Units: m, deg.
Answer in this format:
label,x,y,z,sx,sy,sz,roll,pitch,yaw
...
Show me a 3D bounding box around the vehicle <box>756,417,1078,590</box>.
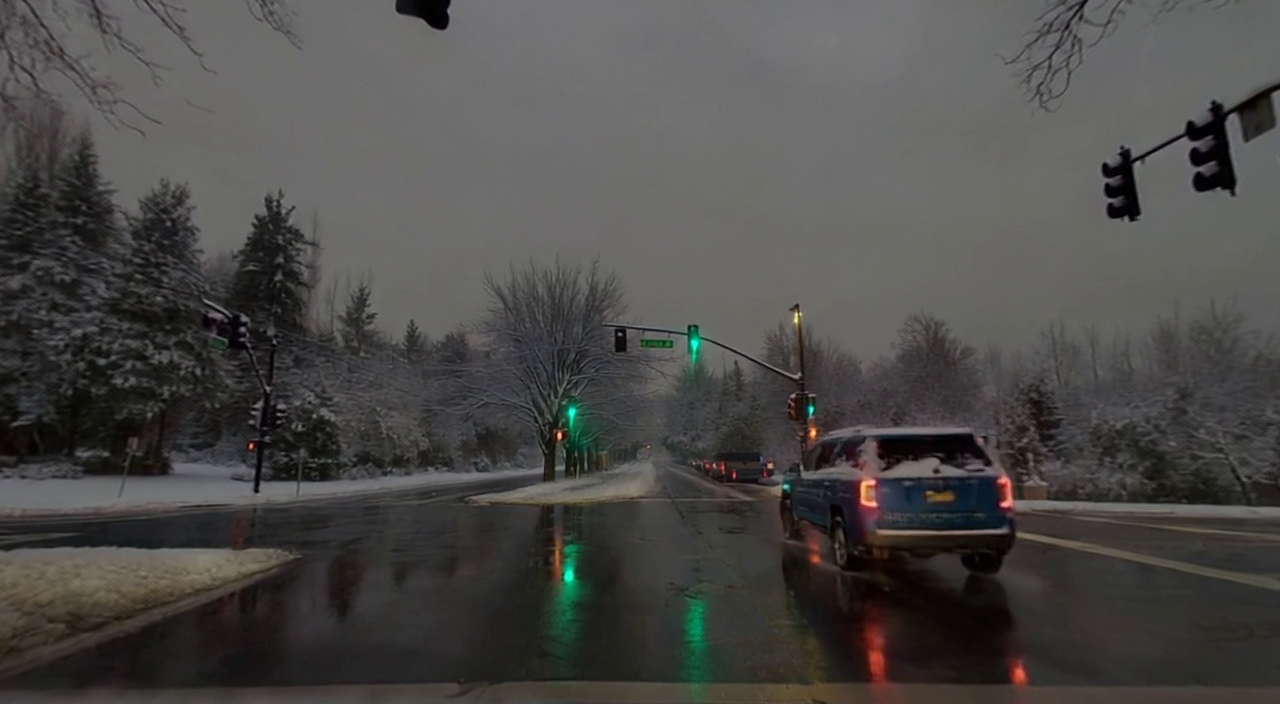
label,x,y,z,sx,sy,sz,roll,pitch,yaw
vehicle,3.141,1.829,8.597,2.140,1.655,4.786,0,-8,-1
